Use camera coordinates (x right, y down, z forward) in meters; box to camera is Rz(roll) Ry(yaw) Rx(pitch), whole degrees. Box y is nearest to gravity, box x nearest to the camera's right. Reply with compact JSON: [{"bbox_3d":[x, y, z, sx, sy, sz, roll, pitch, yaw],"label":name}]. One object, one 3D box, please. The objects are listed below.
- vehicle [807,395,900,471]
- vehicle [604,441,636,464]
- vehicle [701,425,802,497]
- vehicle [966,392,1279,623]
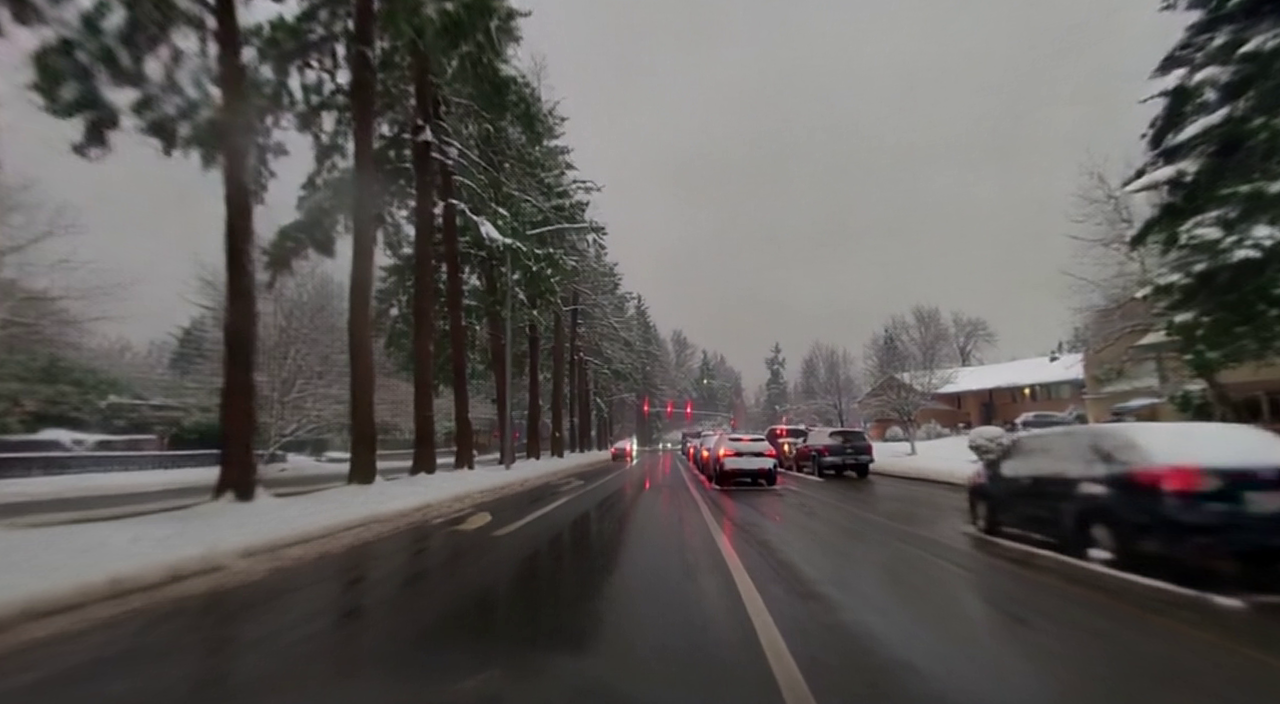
[{"bbox_3d":[7.067,2.776,21.324,1.933,2.309,3.468,-1,-9,2],"label":"vehicle"},{"bbox_3d":[-1.460,7.707,48.689,2.083,1.691,4.398,-1,-8,3],"label":"vehicle"},{"bbox_3d":[2.881,2.948,17.390,2.052,1.693,4.554,0,-8,1],"label":"vehicle"},{"bbox_3d":[5.768,1.501,7.046,1.803,1.754,4.480,2,-7,-1],"label":"vehicle"}]
